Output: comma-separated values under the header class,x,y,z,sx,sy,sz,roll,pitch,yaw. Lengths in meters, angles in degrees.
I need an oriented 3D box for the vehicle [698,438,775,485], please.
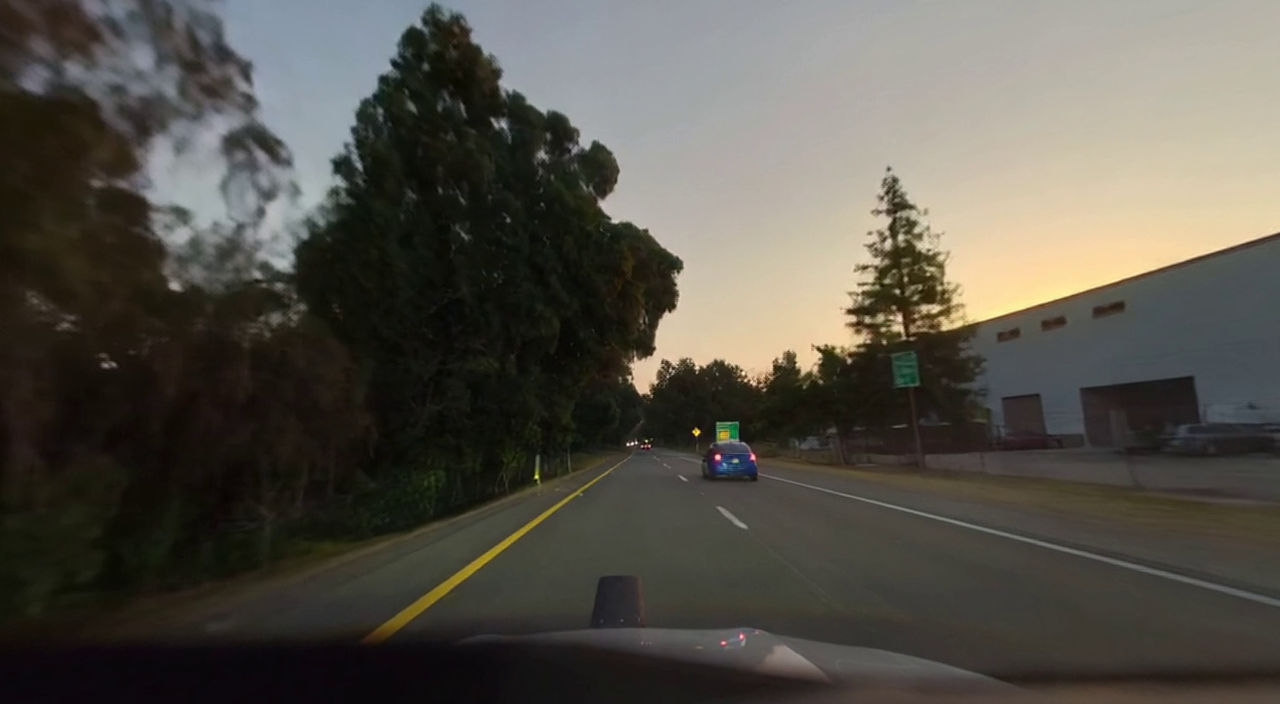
class,x,y,z,sx,sy,sz,roll,pitch,yaw
vehicle,3.431,3.971,23.060,2.079,1.531,3.997,0,-8,-1
